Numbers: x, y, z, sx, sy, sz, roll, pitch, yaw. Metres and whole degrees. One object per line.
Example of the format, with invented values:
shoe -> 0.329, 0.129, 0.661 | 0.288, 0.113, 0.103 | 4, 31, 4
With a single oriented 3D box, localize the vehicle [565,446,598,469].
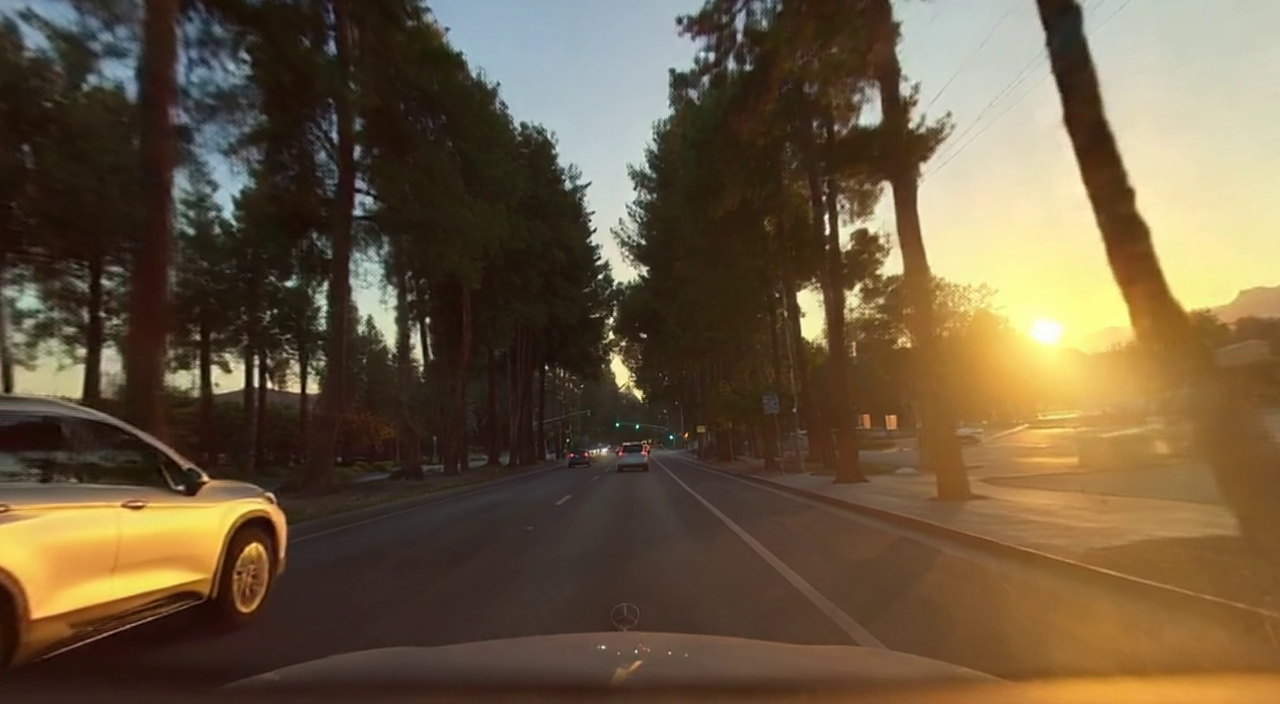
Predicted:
vehicle -> -4.121, 7.483, 45.075 | 1.936, 1.538, 4.016 | 0, -8, 0

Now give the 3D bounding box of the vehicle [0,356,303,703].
vehicle -> -4.043, 0.959, 3.486 | 1.860, 1.741, 4.479 | 0, -8, 0

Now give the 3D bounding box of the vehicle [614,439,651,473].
vehicle -> -0.405, 5.928, 36.221 | 2.018, 1.769, 3.897 | 0, -8, 0
